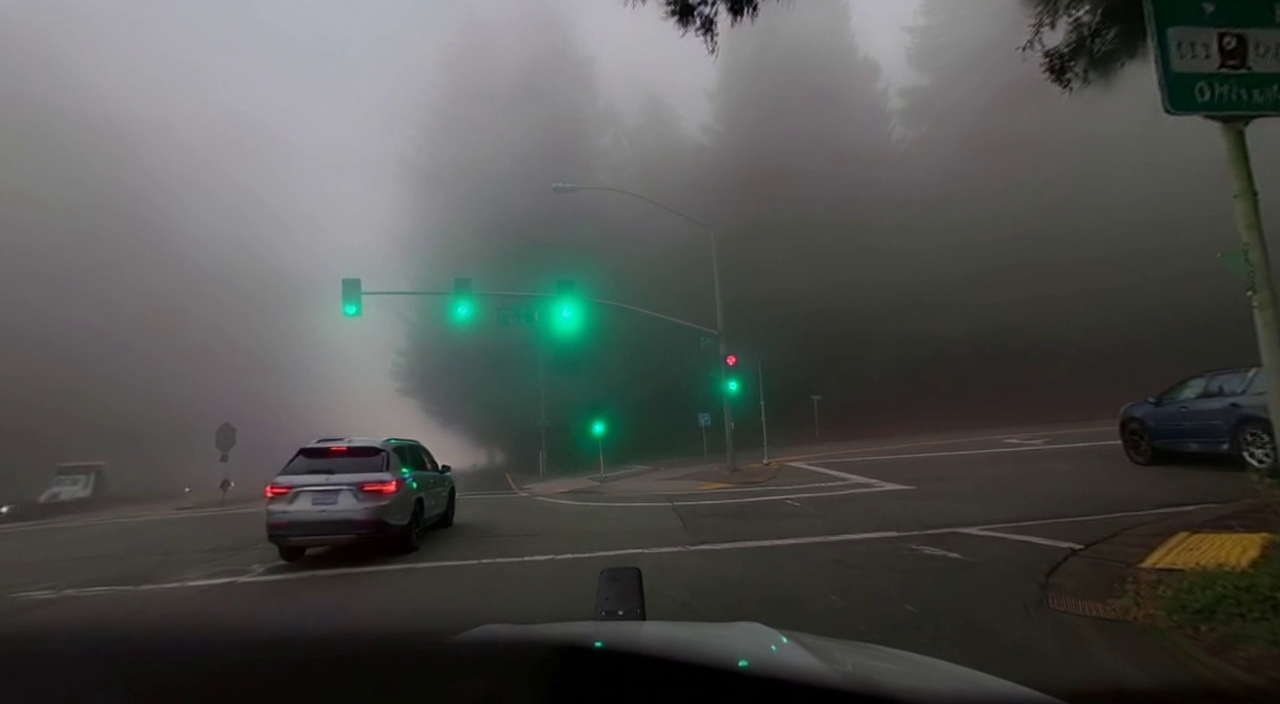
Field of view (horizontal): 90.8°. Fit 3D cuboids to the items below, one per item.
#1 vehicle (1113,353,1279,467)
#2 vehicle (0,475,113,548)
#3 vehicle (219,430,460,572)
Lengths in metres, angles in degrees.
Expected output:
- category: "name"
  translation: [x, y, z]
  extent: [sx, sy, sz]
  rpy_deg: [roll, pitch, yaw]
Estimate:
- category: "vehicle"
  translation: [10.612, 1.021, 10.786]
  extent: [1.855, 1.669, 4.529]
  rpy_deg: [-4, -9, 6]
- category: "vehicle"
  translation: [-16.268, 4.165, 16.414]
  extent: [1.986, 1.492, 4.332]
  rpy_deg: [-4, -8, -10]
- category: "vehicle"
  translation: [-4.357, 2.178, 10.153]
  extent: [2.134, 1.707, 4.471]
  rpy_deg: [1, -9, -7]
